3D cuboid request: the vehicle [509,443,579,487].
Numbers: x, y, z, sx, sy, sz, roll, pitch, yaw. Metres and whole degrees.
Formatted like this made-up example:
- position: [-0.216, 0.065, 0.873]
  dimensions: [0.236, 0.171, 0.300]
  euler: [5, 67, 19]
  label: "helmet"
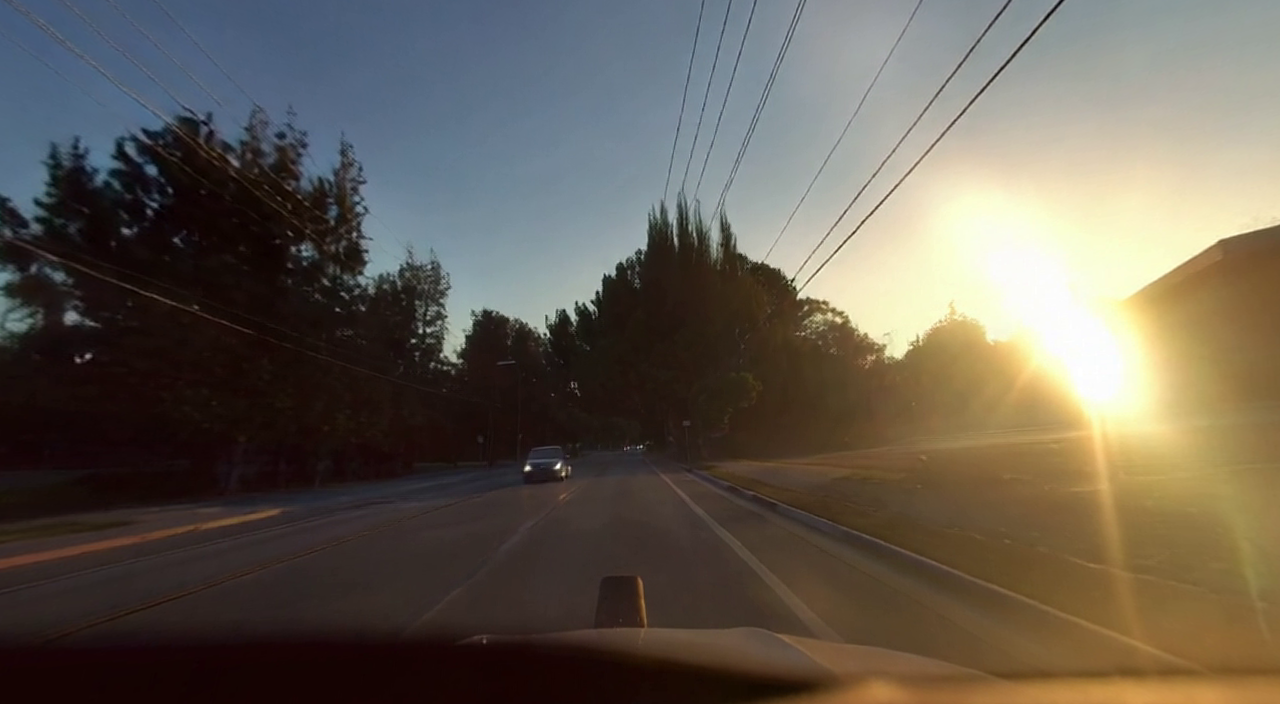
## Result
- position: [-3.783, 4.551, 25.776]
  dimensions: [2.086, 1.608, 4.649]
  euler: [0, -9, 1]
  label: "vehicle"
